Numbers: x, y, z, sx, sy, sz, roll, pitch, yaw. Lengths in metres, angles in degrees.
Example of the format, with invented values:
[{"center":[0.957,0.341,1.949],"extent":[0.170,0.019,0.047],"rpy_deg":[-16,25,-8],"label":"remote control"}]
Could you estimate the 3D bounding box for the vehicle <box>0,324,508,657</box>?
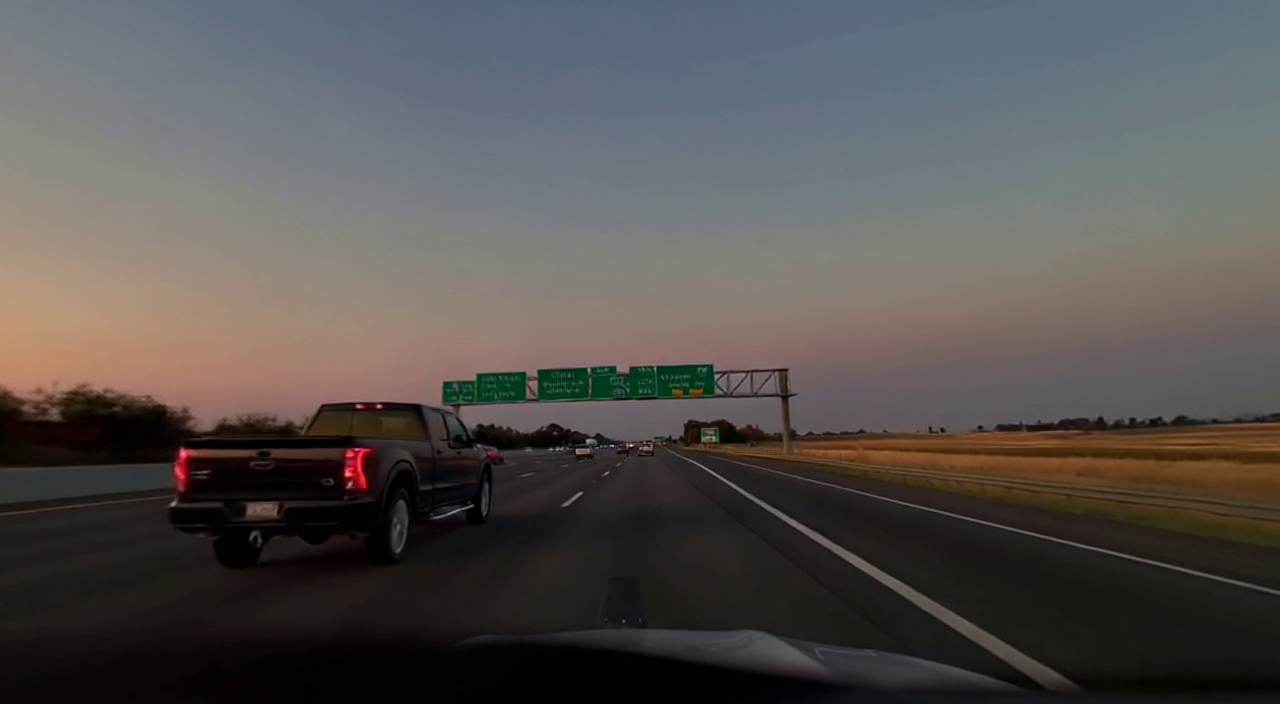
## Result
[{"center":[-3.500,1.296,7.067],"extent":[2.601,2.084,6.068],"rpy_deg":[0,-8,1],"label":"vehicle"}]
